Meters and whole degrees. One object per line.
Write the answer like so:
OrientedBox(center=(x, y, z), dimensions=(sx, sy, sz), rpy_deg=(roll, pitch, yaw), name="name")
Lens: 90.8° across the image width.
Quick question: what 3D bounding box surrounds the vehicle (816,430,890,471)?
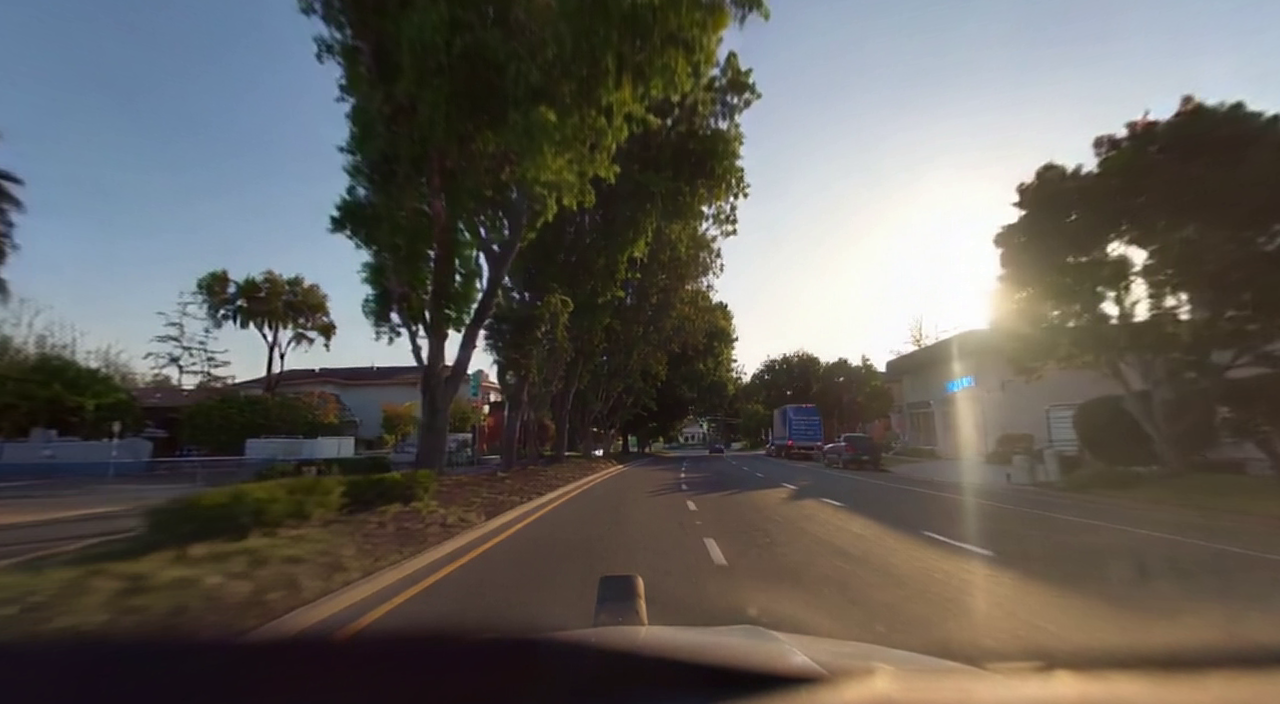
OrientedBox(center=(10.982, 5.154, 33.114), dimensions=(2.200, 1.944, 5.935), rpy_deg=(-1, -8, 4), name="vehicle")
